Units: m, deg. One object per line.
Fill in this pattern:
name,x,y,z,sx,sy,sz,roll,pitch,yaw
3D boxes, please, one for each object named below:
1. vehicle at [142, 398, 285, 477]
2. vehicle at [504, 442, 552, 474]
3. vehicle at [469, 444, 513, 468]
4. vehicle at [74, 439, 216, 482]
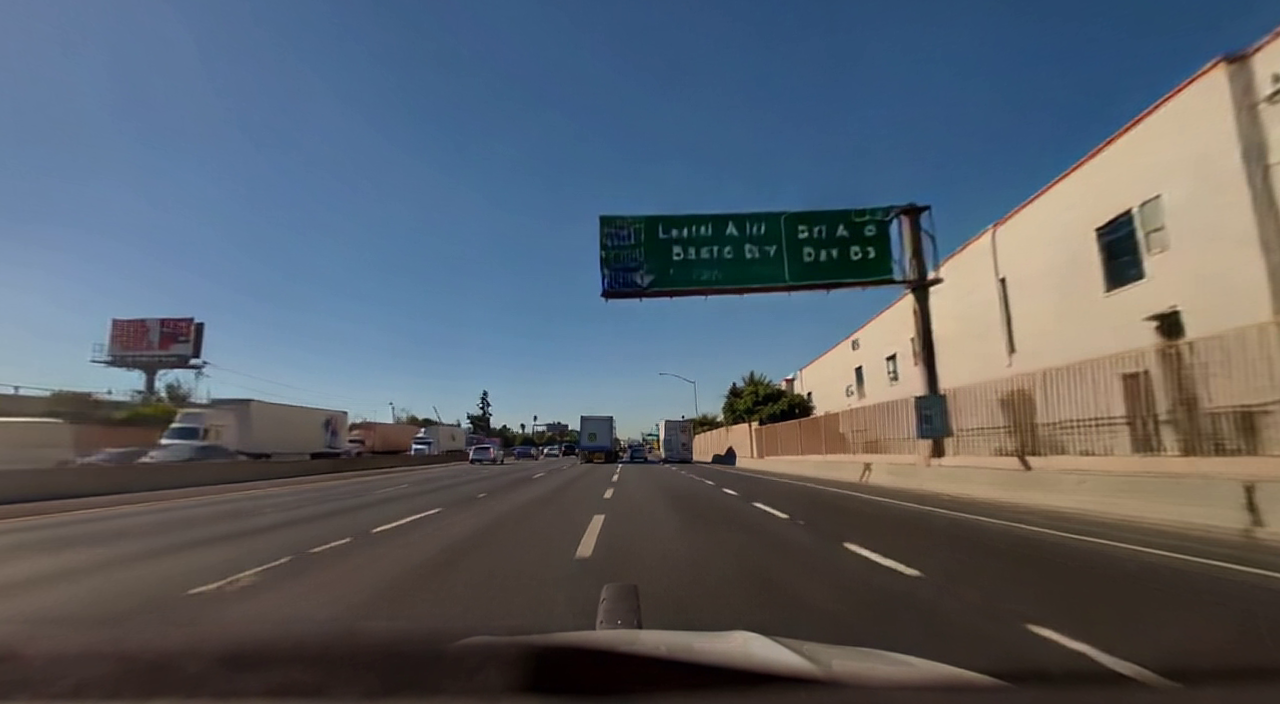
vehicle,-22.847,4.699,34.521,2.995,3.817,6.961,0,-9,-2
vehicle,-6.228,5.960,35.736,2.132,1.679,4.045,0,-9,-2
vehicle,-11.031,7.726,47.179,2.129,1.717,4.593,0,-9,0
vehicle,-18.897,4.161,24.488,1.928,1.475,4.536,0,-9,-2
